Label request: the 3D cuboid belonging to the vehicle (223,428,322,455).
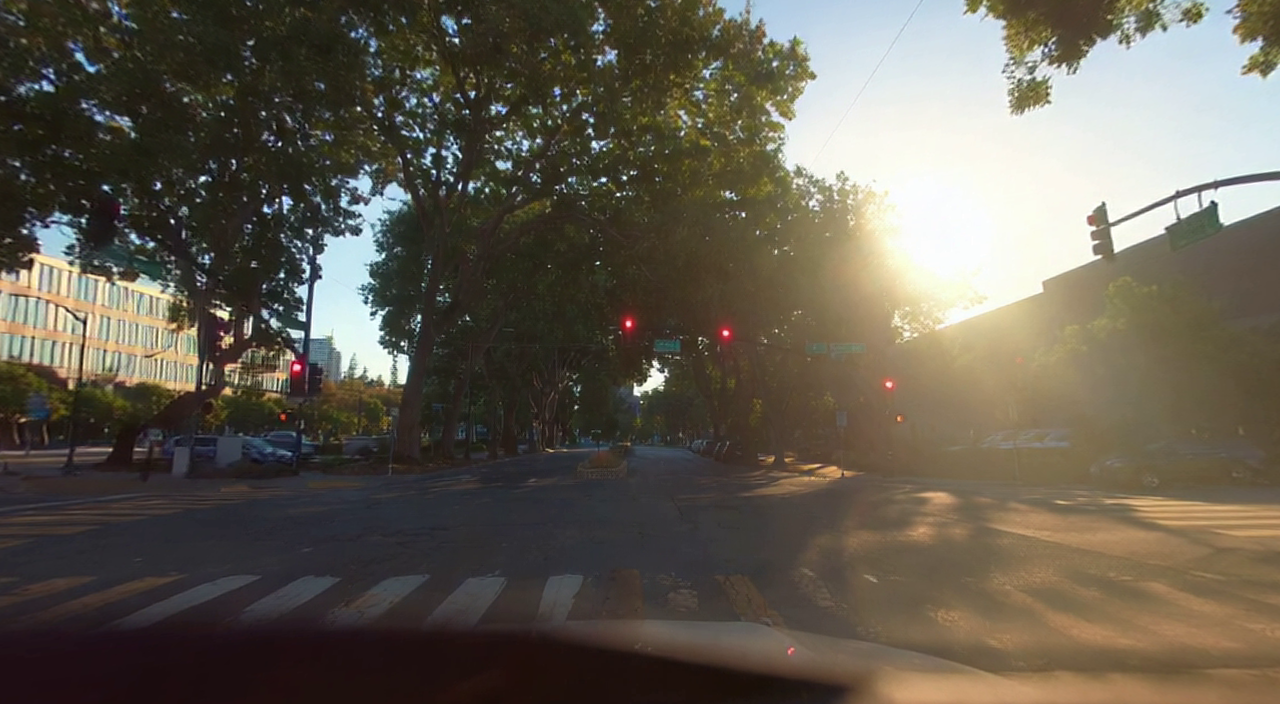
[{"bbox_3d":[-22.406,5.512,38.699,4.765,1.593,1.891,1,-9,-8],"label":"vehicle"}]
